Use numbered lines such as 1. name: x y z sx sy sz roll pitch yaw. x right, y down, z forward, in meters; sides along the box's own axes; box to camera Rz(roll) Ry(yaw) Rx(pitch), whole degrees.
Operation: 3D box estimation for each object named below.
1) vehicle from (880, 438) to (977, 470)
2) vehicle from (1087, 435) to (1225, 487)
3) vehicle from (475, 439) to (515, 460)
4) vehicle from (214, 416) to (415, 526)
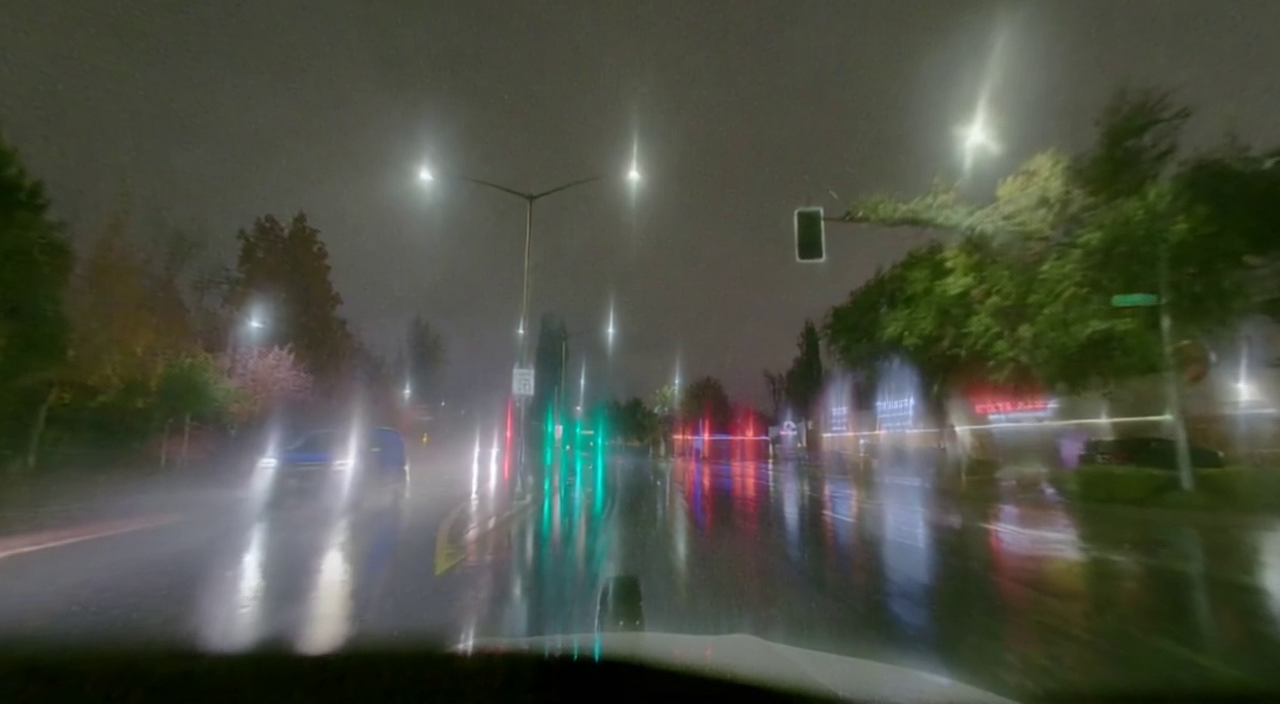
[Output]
1. vehicle: 16.473 5.850 36.221 4.481 1.685 2.195 2 -9 -5
2. vehicle: 20.394 4.236 24.911 5.672 1.821 2.180 5 -9 -30
3. vehicle: -10.851 7.340 47.629 2.094 1.485 4.446 1 -8 -2
4. vehicle: -6.009 2.224 12.434 2.057 1.709 4.590 2 -8 -9
